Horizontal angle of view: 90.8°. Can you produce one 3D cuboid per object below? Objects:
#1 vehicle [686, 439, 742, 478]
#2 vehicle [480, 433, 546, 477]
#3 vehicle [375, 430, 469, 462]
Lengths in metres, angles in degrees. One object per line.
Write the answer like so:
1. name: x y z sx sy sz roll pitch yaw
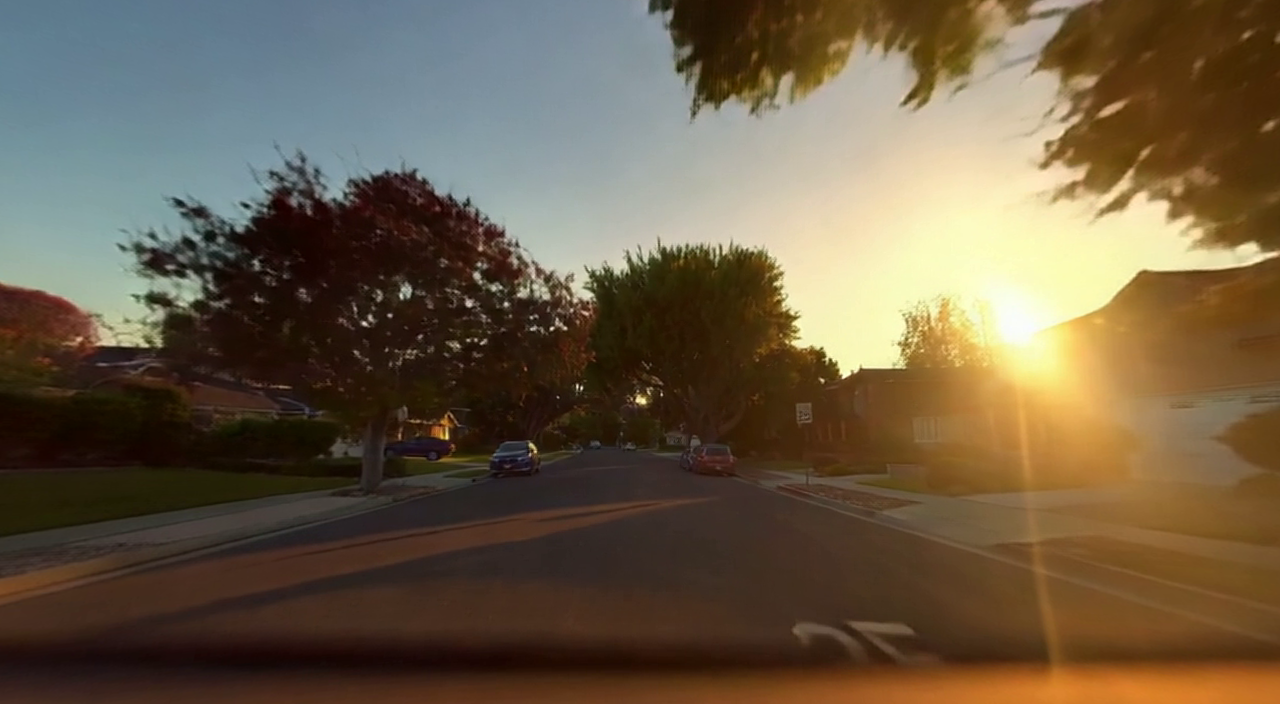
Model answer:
1. vehicle: 3.543 5.197 31.114 2.033 1.730 4.554 0 -9 -2
2. vehicle: -6.255 5.184 31.849 2.322 1.949 5.695 -1 -9 -2
3. vehicle: -13.355 5.803 38.955 5.024 1.903 2.102 0 -9 0
